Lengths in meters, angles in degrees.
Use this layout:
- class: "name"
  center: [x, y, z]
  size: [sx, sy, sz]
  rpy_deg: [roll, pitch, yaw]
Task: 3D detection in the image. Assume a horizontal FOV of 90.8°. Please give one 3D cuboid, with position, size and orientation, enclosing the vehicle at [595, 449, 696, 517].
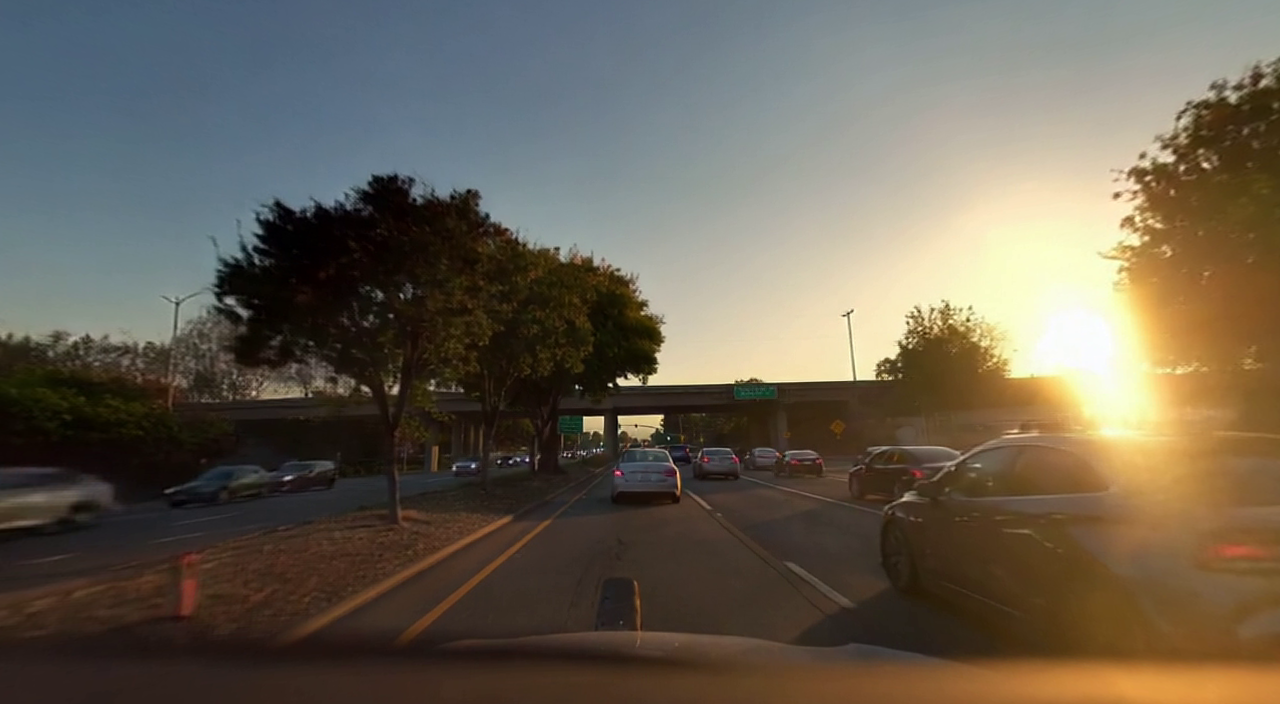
- class: "vehicle"
  center: [0.096, 2.949, 14.733]
  size: [2.027, 1.341, 3.775]
  rpy_deg: [0, -9, -1]

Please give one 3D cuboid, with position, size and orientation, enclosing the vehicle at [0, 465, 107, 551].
- class: "vehicle"
  center: [-12.515, 2.864, 11.455]
  size: [1.864, 1.482, 4.377]
  rpy_deg: [0, -9, 0]

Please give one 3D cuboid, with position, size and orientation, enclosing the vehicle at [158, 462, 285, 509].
- class: "vehicle"
  center: [-15.849, 5.041, 24.237]
  size: [1.891, 1.511, 4.280]
  rpy_deg: [0, -9, 0]

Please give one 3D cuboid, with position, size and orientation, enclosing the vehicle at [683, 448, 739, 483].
- class: "vehicle"
  center: [3.119, 5.083, 28.650]
  size: [1.962, 1.431, 4.205]
  rpy_deg: [0, -9, -2]

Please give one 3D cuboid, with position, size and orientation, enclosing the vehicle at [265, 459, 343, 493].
- class: "vehicle"
  center: [-19.103, 7.015, 36.154]
  size: [1.935, 1.706, 4.473]
  rpy_deg: [0, -9, 0]

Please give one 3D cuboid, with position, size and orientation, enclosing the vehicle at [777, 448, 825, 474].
- class: "vehicle"
  center: [9.849, 6.698, 38.993]
  size: [1.839, 1.453, 3.992]
  rpy_deg: [0, -9, -1]

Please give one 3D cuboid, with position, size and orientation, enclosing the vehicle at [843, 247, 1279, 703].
- class: "vehicle"
  center: [3.496, 0.915, 3.648]
  size: [2.719, 2.033, 5.876]
  rpy_deg: [0, -9, 0]
